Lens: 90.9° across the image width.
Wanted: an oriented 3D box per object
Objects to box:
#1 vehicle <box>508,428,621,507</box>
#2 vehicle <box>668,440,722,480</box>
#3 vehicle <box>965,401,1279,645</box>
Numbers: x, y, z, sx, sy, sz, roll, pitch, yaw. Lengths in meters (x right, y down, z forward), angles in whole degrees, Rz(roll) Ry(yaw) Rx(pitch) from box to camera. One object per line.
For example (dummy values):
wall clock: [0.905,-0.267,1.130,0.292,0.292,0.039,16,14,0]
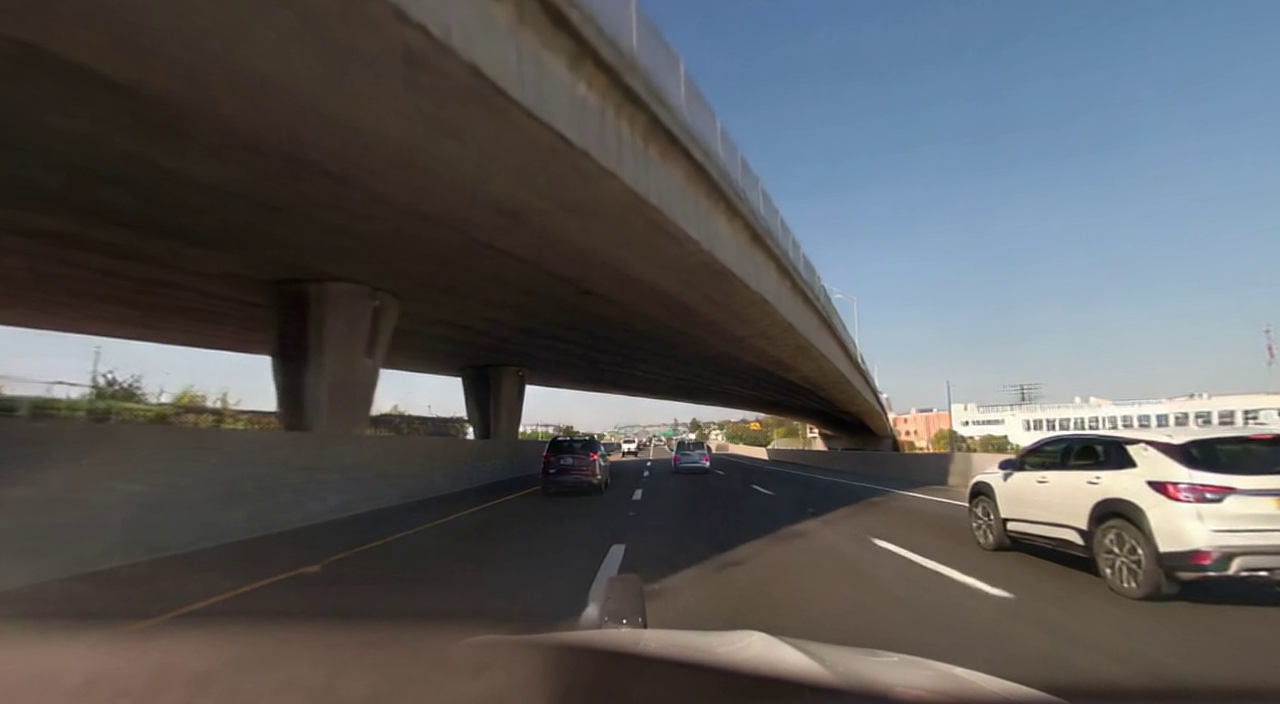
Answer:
vehicle: [-1.793,2.972,16.710,2.239,1.761,4.620,-1,-8,2]
vehicle: [2.232,4.511,26.663,2.000,1.558,3.945,0,-8,1]
vehicle: [5.273,1.390,5.951,2.027,1.588,4.611,-1,-8,2]
